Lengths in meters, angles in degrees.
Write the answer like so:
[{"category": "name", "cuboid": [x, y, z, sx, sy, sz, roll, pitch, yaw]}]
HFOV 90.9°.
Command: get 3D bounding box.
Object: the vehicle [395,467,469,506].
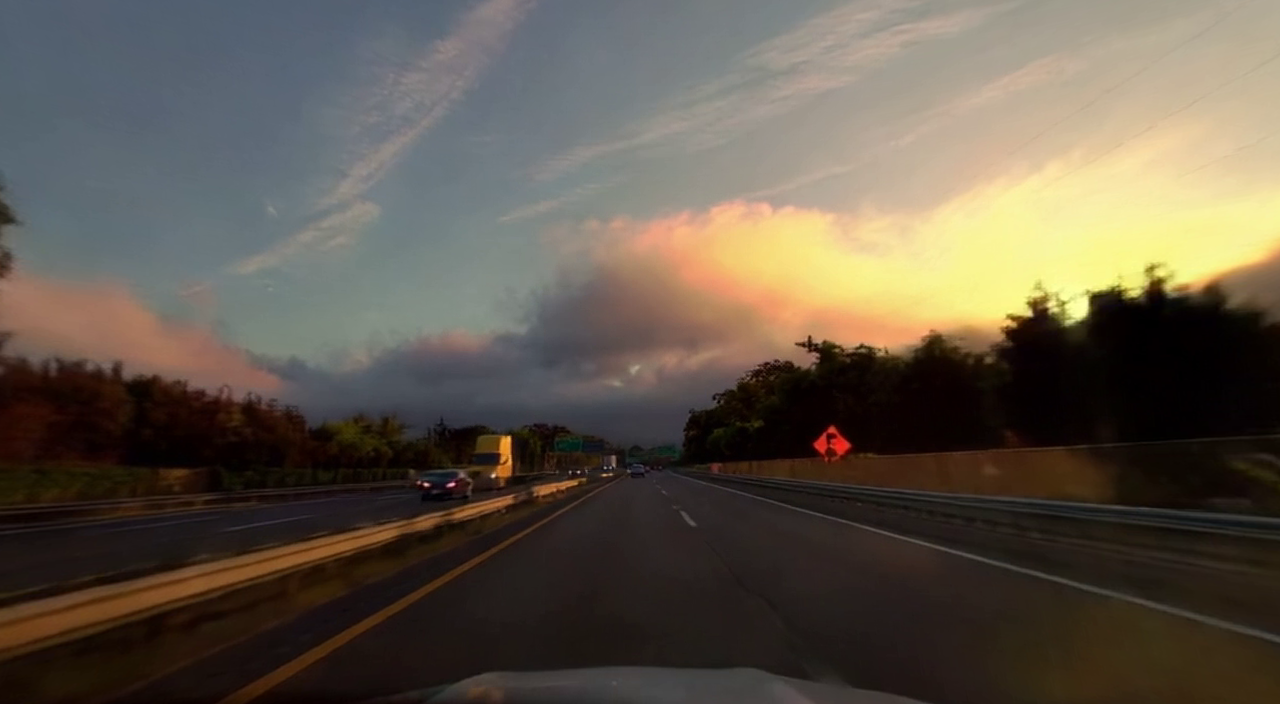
[{"category": "vehicle", "cuboid": [-9.716, 6.303, 29.841, 2.021, 1.630, 4.251, 1, -10, 0]}]
